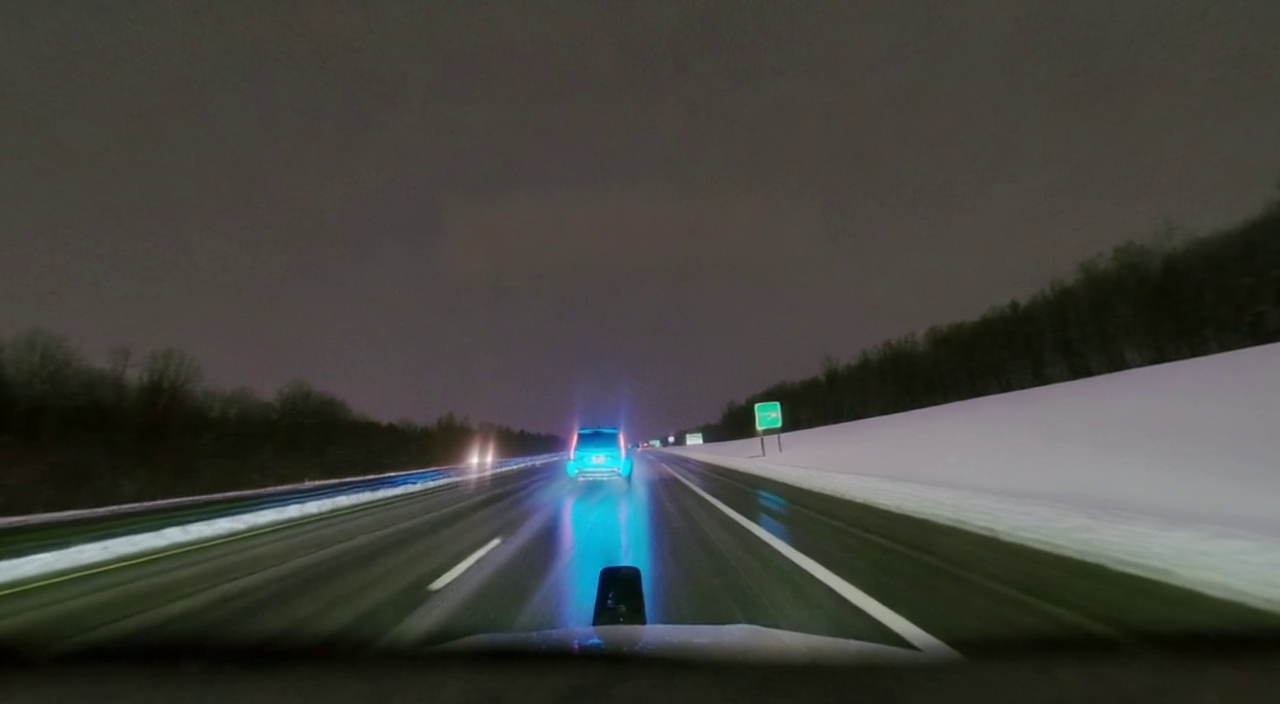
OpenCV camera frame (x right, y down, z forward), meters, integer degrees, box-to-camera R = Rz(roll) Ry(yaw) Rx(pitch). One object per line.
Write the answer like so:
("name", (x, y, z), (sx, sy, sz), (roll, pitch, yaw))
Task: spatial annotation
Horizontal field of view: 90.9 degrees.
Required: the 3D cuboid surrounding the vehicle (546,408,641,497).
("vehicle", (-1.125, 2.797, 17.850), (2.248, 2.154, 4.892), (0, -8, 1))
